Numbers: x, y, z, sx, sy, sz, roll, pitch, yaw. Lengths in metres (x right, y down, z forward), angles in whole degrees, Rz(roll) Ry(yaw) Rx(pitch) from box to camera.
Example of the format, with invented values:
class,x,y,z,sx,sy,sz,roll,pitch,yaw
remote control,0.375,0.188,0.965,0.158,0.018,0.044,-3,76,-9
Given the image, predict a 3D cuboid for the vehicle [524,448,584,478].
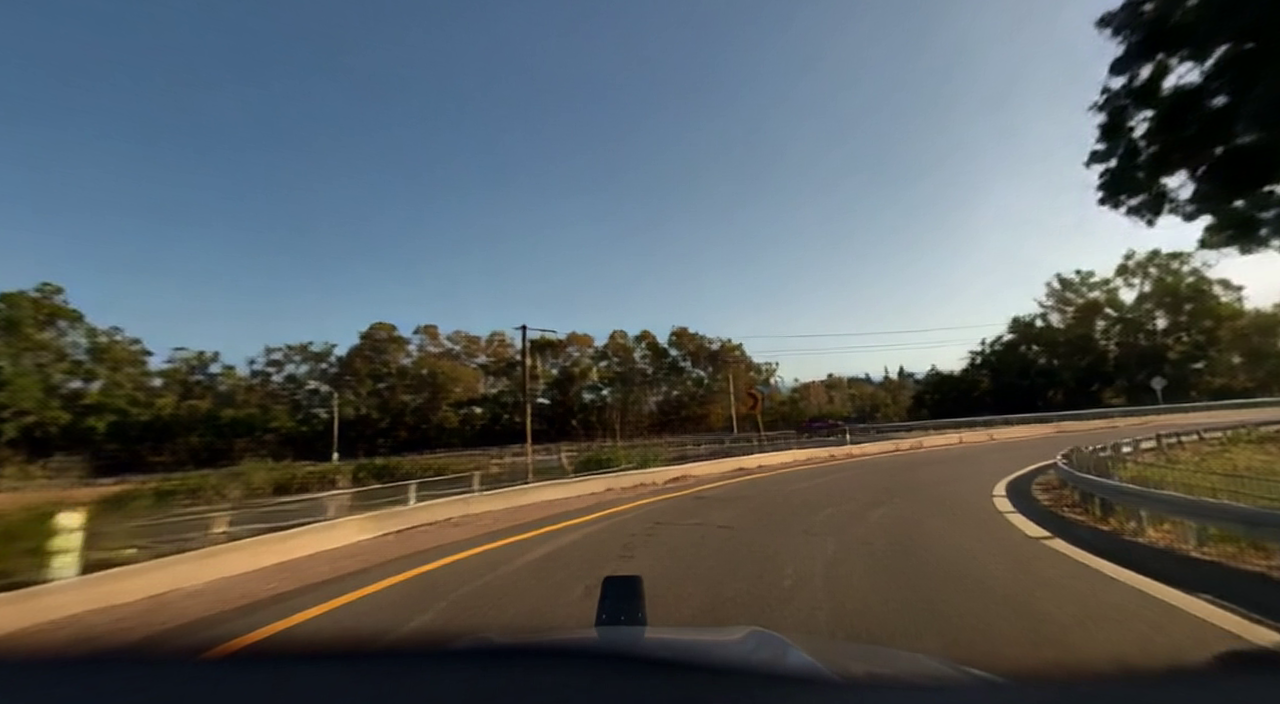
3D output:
class,x,y,z,sx,sy,sz,roll,pitch,yaw
vehicle,-5.980,7.740,43.912,3.990,1.549,1.971,-3,-17,-6
